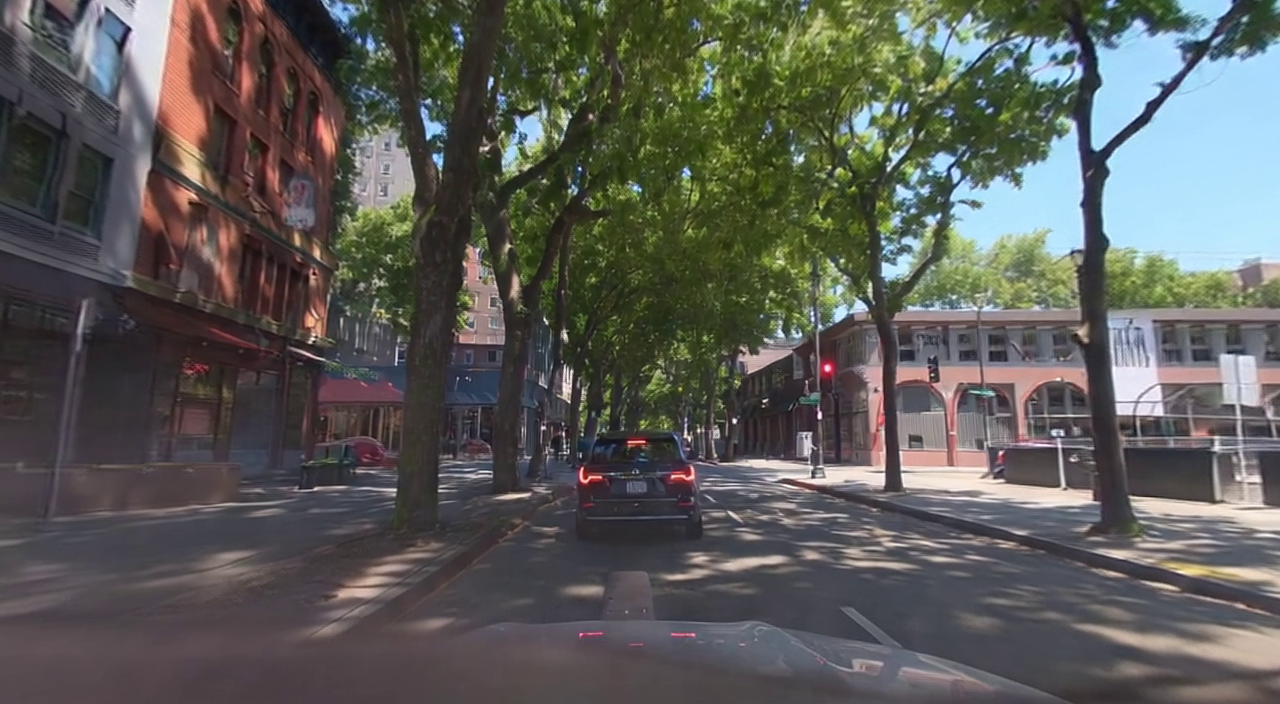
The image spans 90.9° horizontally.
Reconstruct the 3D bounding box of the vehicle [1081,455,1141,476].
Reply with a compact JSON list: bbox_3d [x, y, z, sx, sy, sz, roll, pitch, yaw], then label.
[{"bbox_3d":[36.363,8.776,48.693,3.445,1.363,1.608,3,-7,-1],"label":"vehicle"}]

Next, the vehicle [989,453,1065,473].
[{"bbox_3d":[29.769,8.510,48.589,4.668,1.441,1.904,0,-9,-5],"label":"vehicle"}]

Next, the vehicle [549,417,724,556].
[{"bbox_3d":[-0.078,1.892,9.508,2.079,1.621,3.861,0,-8,-1],"label":"vehicle"}]
